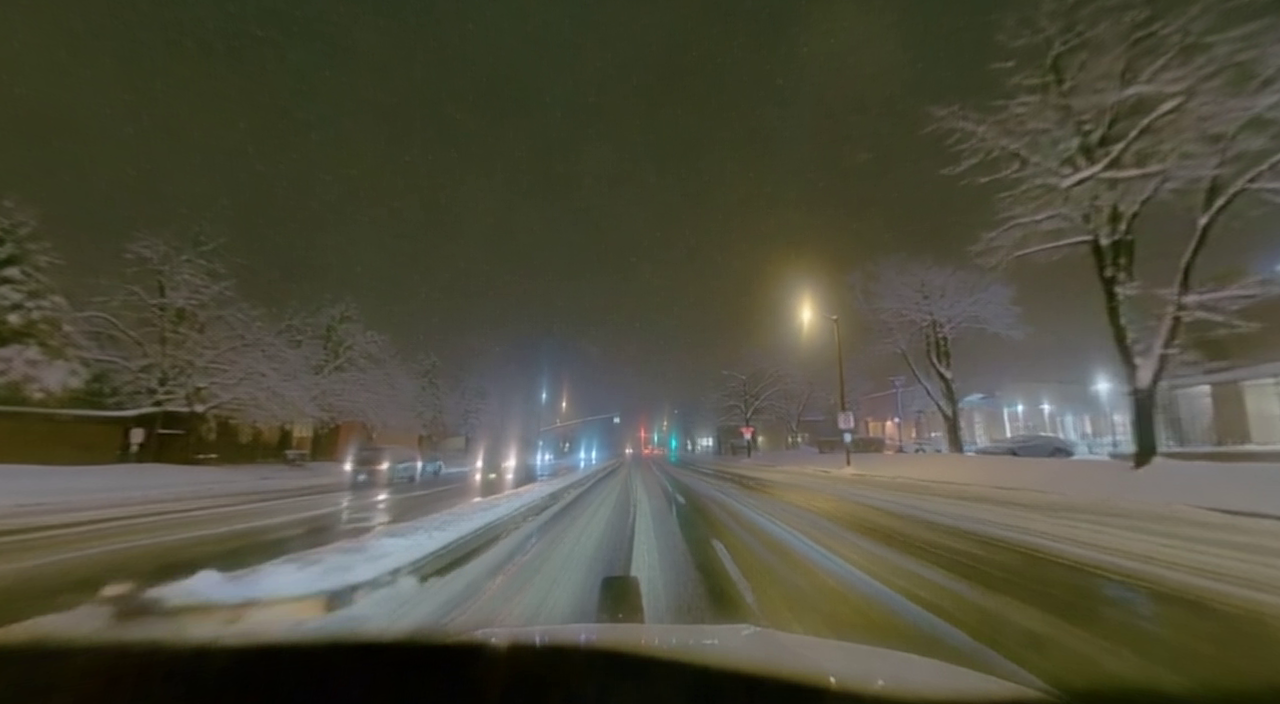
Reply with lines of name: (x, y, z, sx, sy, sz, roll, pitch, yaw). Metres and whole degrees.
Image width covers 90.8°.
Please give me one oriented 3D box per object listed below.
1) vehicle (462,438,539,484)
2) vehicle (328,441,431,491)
vehicle: (-5.715, 4.533, 26.460, 2.129, 1.748, 4.555, 0, -9, 1)
vehicle: (-9.711, 4.273, 23.959, 1.954, 1.694, 4.310, 0, -9, 1)
